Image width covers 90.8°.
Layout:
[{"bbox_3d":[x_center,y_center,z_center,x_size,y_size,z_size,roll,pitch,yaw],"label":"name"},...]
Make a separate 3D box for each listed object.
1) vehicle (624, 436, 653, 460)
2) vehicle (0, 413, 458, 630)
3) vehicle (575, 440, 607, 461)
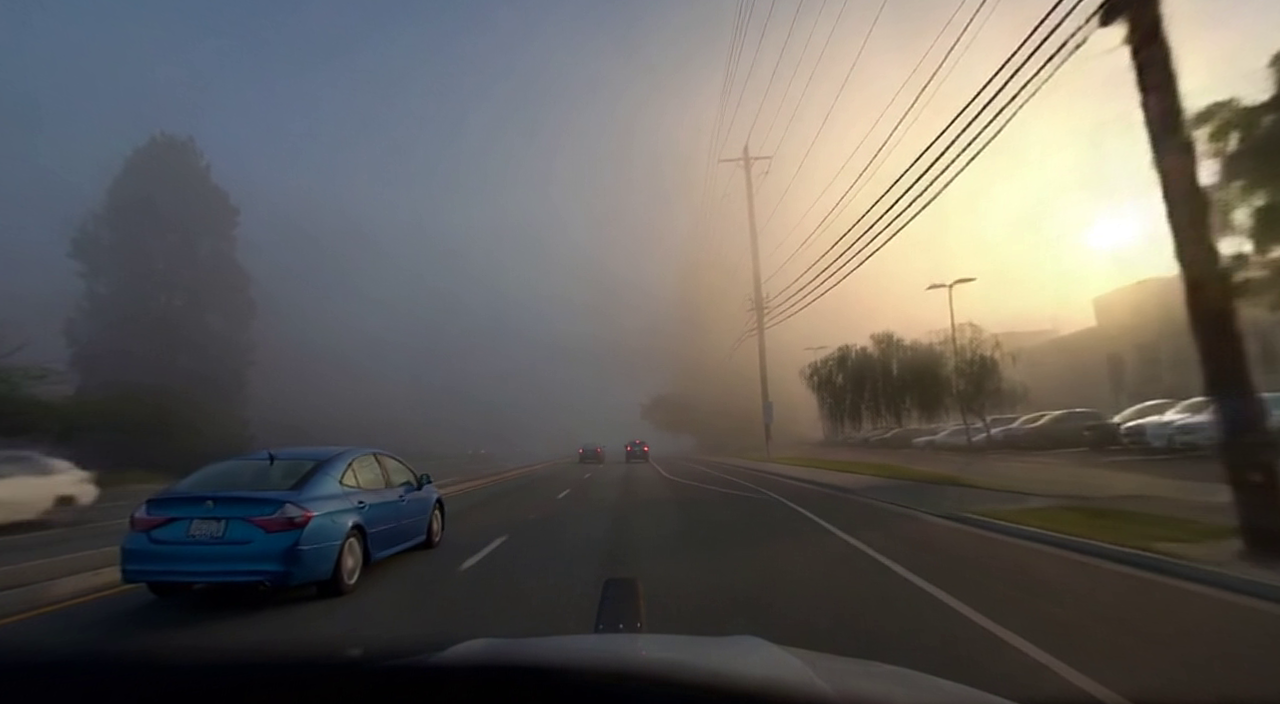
[{"bbox_3d":[-0.100,7.523,49.324,2.182,1.773,4.041,0,-9,0],"label":"vehicle"},{"bbox_3d":[-3.599,1.532,6.780,1.928,1.488,4.635,0,-9,0],"label":"vehicle"},{"bbox_3d":[-3.696,7.521,48.164,2.021,1.486,3.623,-1,-9,1],"label":"vehicle"}]
